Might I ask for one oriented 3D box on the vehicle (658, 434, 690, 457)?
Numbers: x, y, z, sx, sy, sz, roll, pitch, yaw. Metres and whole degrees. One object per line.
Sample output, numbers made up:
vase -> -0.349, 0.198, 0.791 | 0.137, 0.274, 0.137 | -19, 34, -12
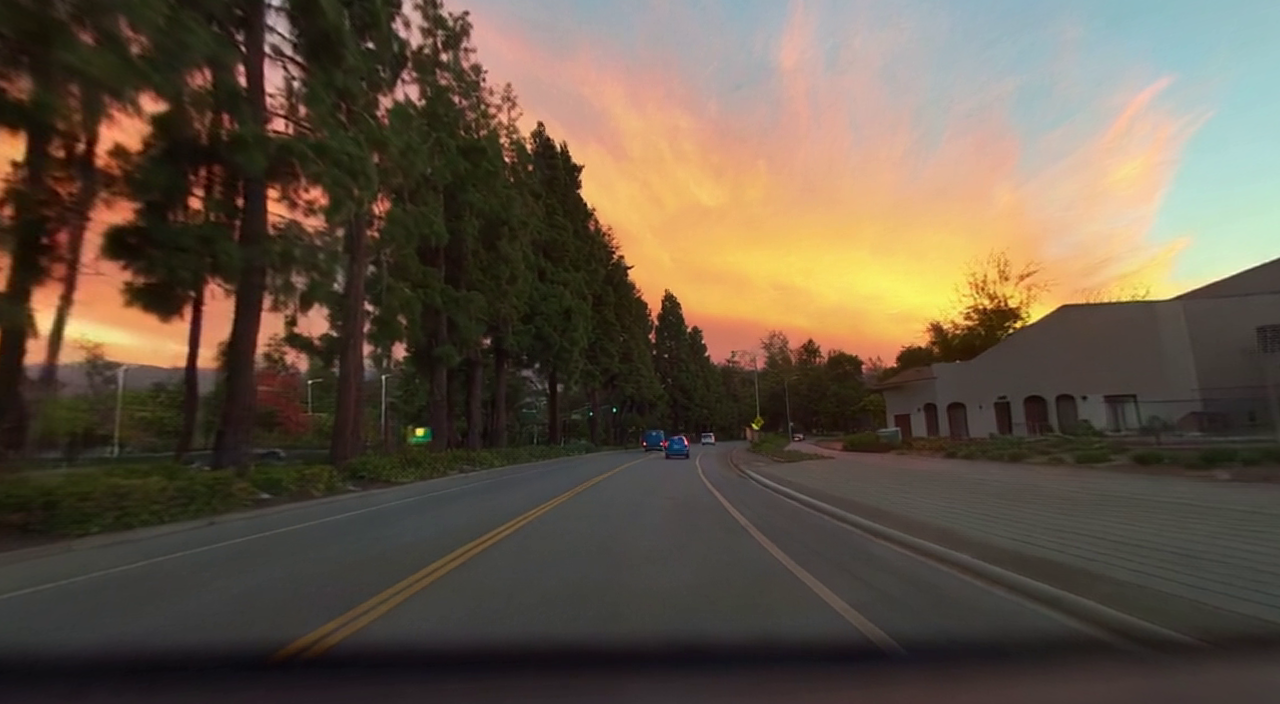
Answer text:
vehicle -> 2.718, 7.288, 49.217 | 2.210, 1.737, 4.013 | -1, -9, 7

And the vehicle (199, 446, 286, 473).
vehicle -> -23.156, 6.283, 37.039 | 1.927, 1.440, 4.547 | -1, -9, 4
